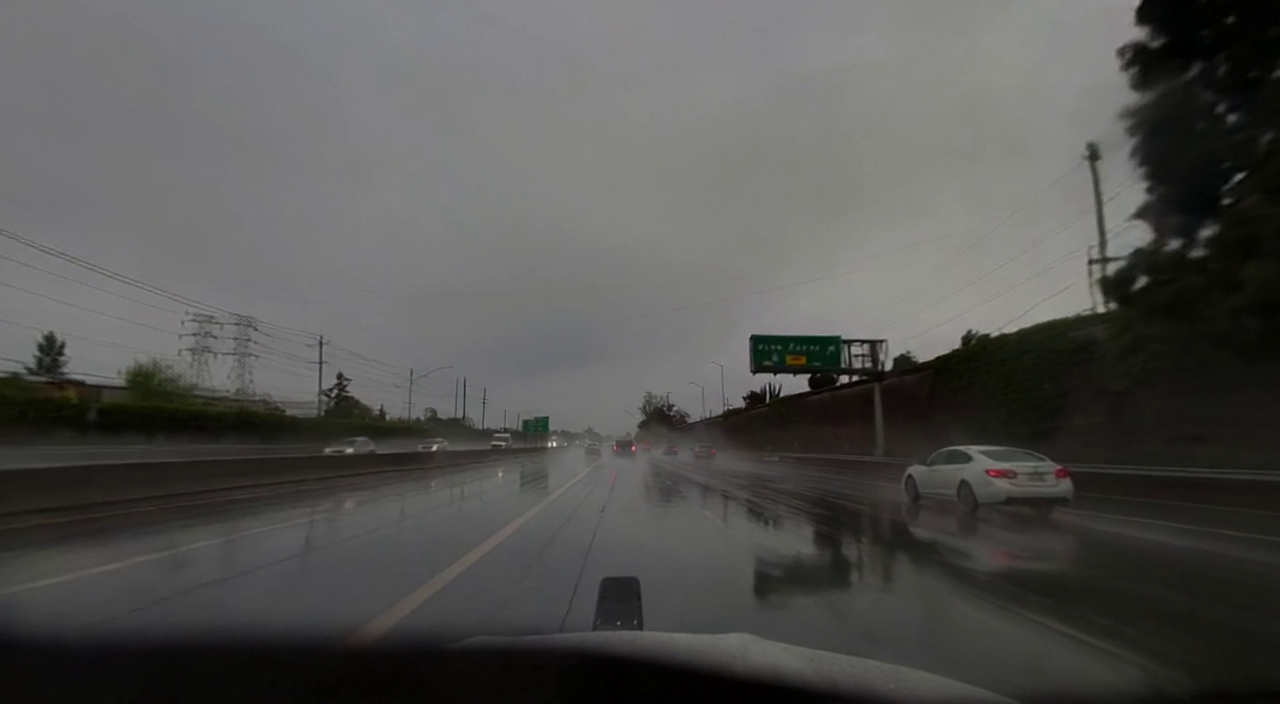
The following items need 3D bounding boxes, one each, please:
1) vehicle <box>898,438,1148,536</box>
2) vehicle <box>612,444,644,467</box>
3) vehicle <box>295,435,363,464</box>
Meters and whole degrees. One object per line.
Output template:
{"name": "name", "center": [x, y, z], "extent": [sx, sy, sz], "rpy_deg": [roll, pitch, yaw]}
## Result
{"name": "vehicle", "center": [6.609, 2.338, 11.608], "extent": [1.876, 1.451, 4.154], "rpy_deg": [0, -9, -2]}
{"name": "vehicle", "center": [-0.848, 7.110, 43.567], "extent": [2.109, 1.489, 4.027], "rpy_deg": [0, -9, -2]}
{"name": "vehicle", "center": [-20.780, 6.559, 42.512], "extent": [2.054, 1.797, 4.946], "rpy_deg": [0, -9, 0]}
